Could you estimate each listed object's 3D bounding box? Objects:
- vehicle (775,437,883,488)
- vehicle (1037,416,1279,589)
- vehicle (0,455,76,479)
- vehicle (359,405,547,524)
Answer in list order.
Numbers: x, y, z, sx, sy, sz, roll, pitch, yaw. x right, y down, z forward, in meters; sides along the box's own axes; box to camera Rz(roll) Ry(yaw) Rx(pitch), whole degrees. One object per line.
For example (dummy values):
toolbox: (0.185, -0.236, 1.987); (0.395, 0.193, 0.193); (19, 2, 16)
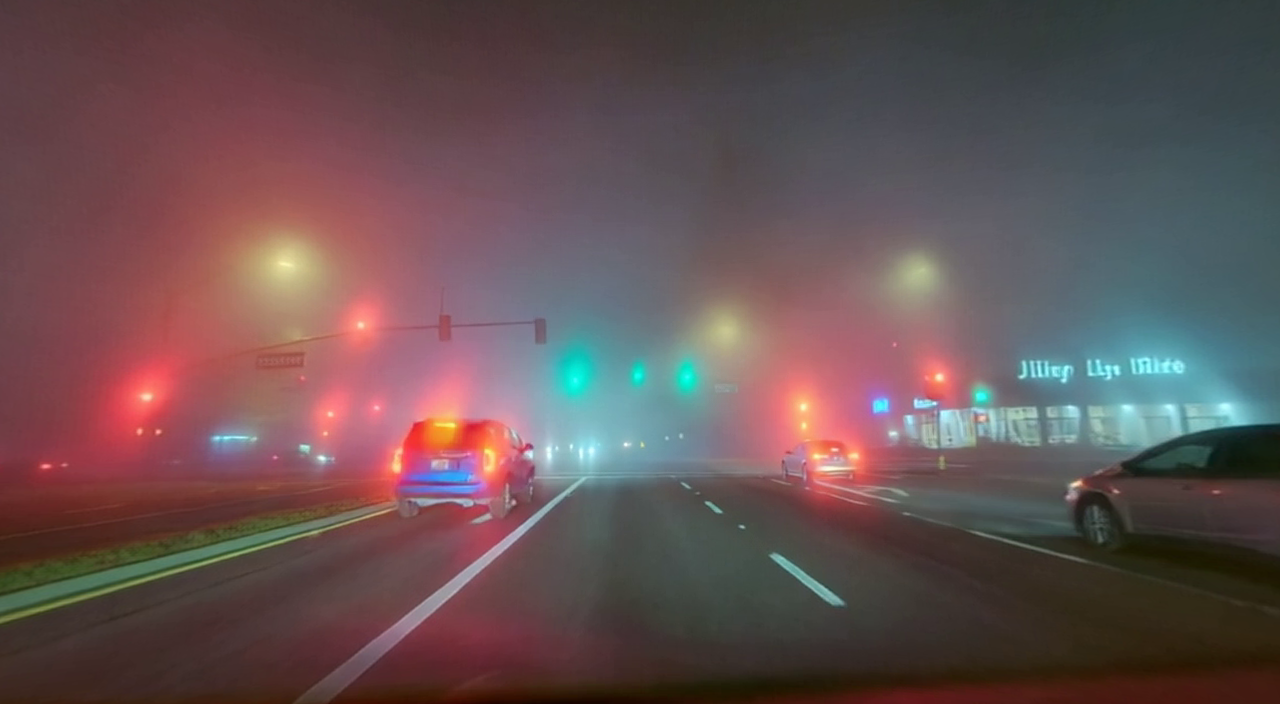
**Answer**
vehicle: (6.091, 3.612, 21.031); (1.972, 1.476, 4.775); (0, -8, -2)
vehicle: (6.743, 1.479, 6.548); (2.014, 1.539, 4.852); (0, -8, -1)
vehicle: (-41.316, 7.749, 42.531); (4.733, 1.500, 1.814); (0, -8, -2)
vehicle: (-3.347, 2.160, 12.644); (2.313, 1.883, 5.016); (0, -8, -1)
